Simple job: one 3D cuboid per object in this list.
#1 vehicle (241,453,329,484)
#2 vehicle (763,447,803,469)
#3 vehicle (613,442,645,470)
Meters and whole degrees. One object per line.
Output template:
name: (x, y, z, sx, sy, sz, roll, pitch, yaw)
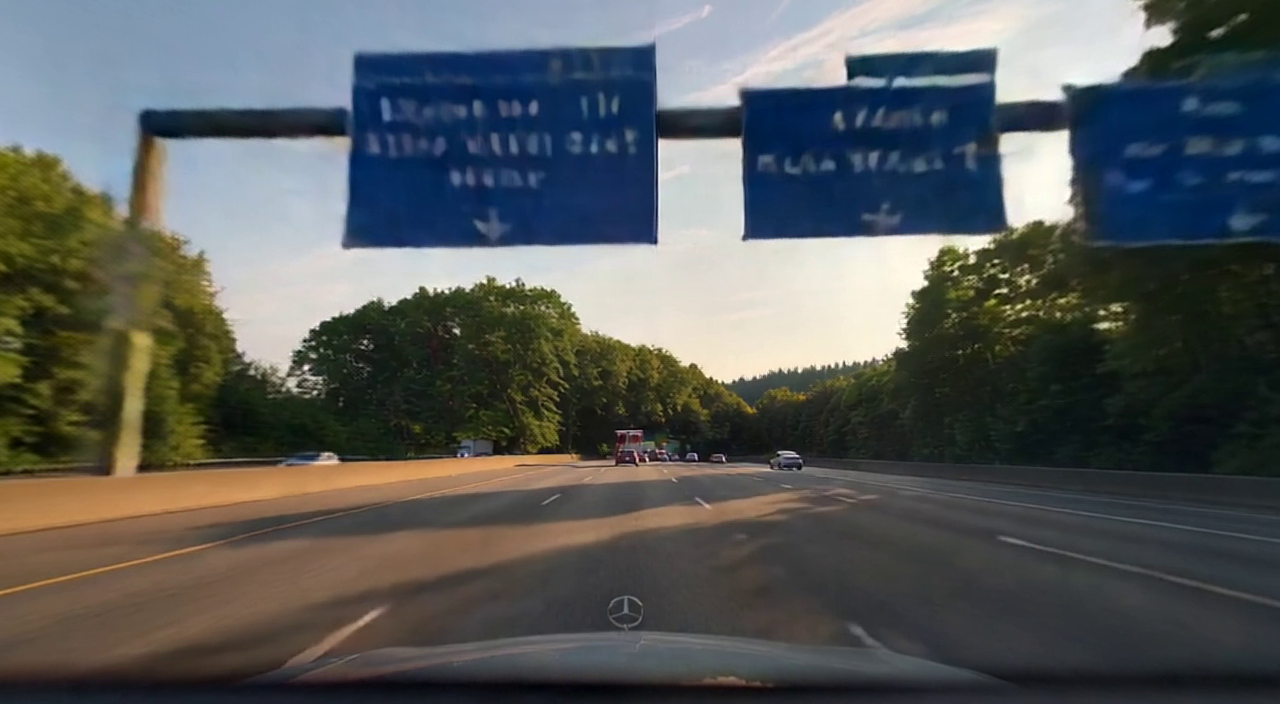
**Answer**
vehicle: (-18.602, 6.090, 33.295, 1.988, 1.511, 4.496, 0, -9, 0)
vehicle: (10.872, 8.109, 48.218, 1.989, 1.591, 4.348, 0, -9, -1)
vehicle: (-0.763, 7.333, 44.360, 2.167, 1.847, 4.097, 0, -9, -1)
